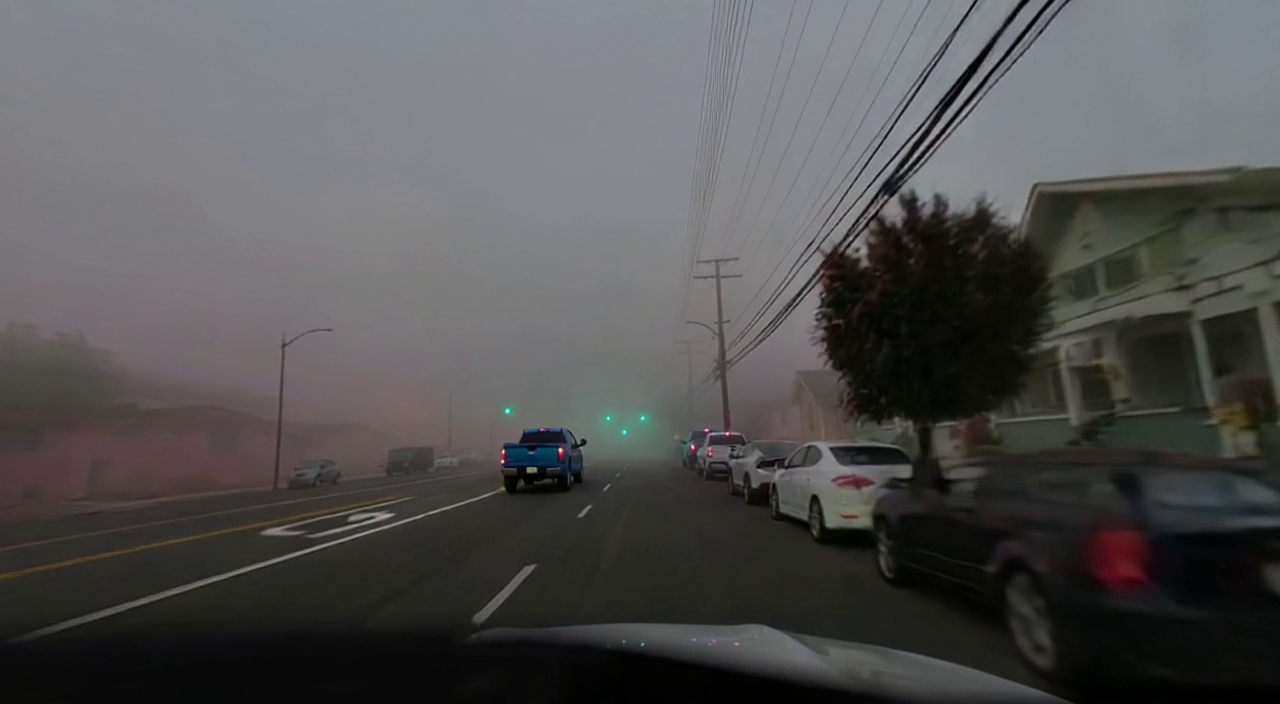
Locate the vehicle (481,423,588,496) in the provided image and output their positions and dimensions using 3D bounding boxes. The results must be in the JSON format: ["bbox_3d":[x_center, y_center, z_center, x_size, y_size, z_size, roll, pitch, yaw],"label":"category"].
[{"bbox_3d":[-2.988,3.222,19.219,2.242,1.890,5.306,-1,-9,1],"label":"vehicle"}]

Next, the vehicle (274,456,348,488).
[{"bbox_3d":[-18.652,6.788,35.929,1.908,1.614,4.092,-1,-9,1],"label":"vehicle"}]

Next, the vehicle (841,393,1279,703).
[{"bbox_3d":[3.089,1.217,4.340,1.951,1.475,4.827,-1,-9,2],"label":"vehicle"}]
